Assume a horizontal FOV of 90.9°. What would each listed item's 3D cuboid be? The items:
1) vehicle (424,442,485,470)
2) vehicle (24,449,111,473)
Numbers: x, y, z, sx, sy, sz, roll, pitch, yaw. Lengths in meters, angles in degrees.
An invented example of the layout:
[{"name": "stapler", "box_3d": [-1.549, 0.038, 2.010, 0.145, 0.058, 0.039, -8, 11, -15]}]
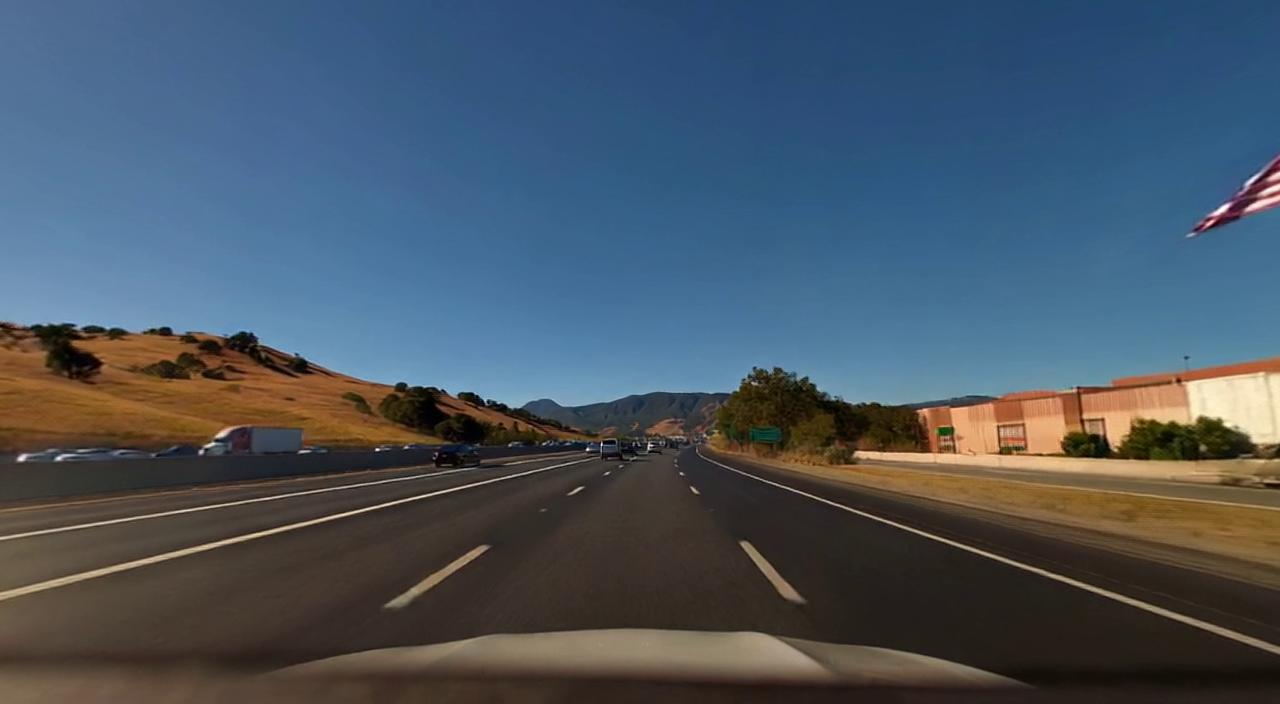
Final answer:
[{"name": "vehicle", "box_3d": [-10.337, 5.805, 35.430, 1.927, 1.454, 4.395, -1, -8, 3]}, {"name": "vehicle", "box_3d": [-37.961, 7.203, 41.967, 1.648, 1.429, 4.280, -1, -8, 2]}]
